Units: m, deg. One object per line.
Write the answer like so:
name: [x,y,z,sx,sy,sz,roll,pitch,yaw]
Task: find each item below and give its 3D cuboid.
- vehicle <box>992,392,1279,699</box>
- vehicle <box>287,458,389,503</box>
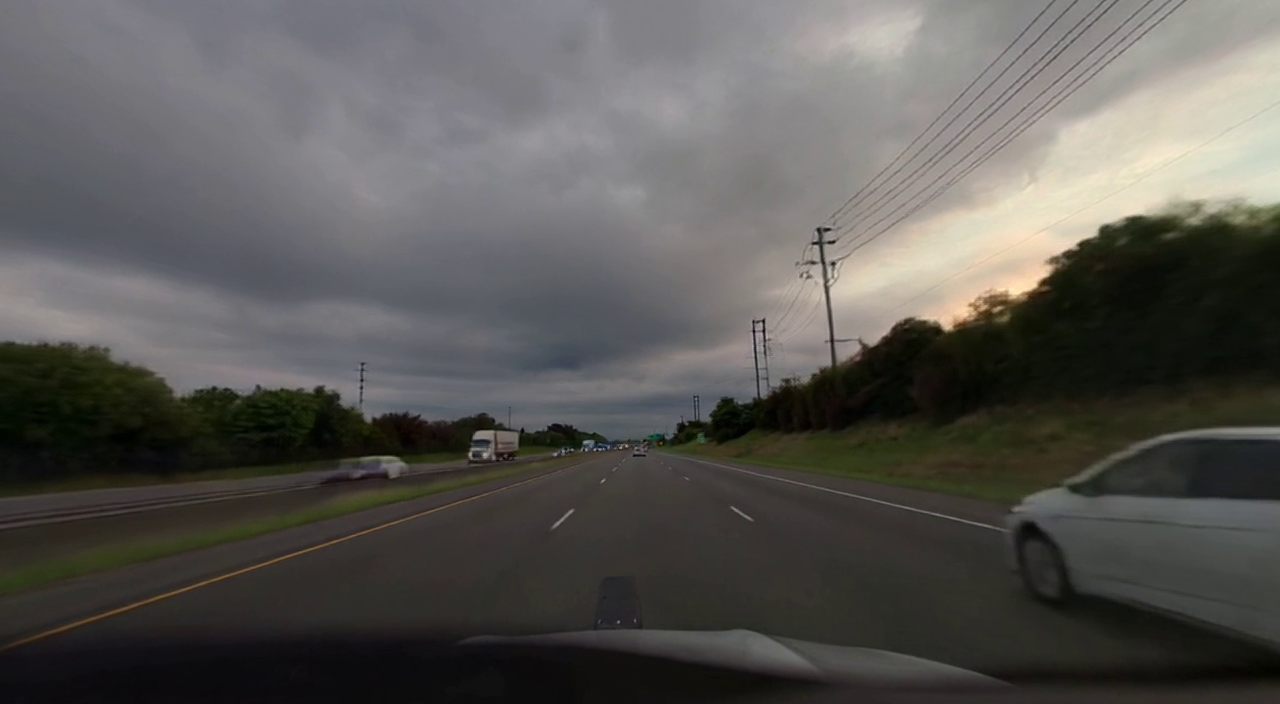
vehicle: [4.322,1.065,3.697,2.054,1.565,4.089,0,-9,-1]
vehicle: [-11.398,4.862,24.002,1.885,1.469,4.099,0,-9,-1]
